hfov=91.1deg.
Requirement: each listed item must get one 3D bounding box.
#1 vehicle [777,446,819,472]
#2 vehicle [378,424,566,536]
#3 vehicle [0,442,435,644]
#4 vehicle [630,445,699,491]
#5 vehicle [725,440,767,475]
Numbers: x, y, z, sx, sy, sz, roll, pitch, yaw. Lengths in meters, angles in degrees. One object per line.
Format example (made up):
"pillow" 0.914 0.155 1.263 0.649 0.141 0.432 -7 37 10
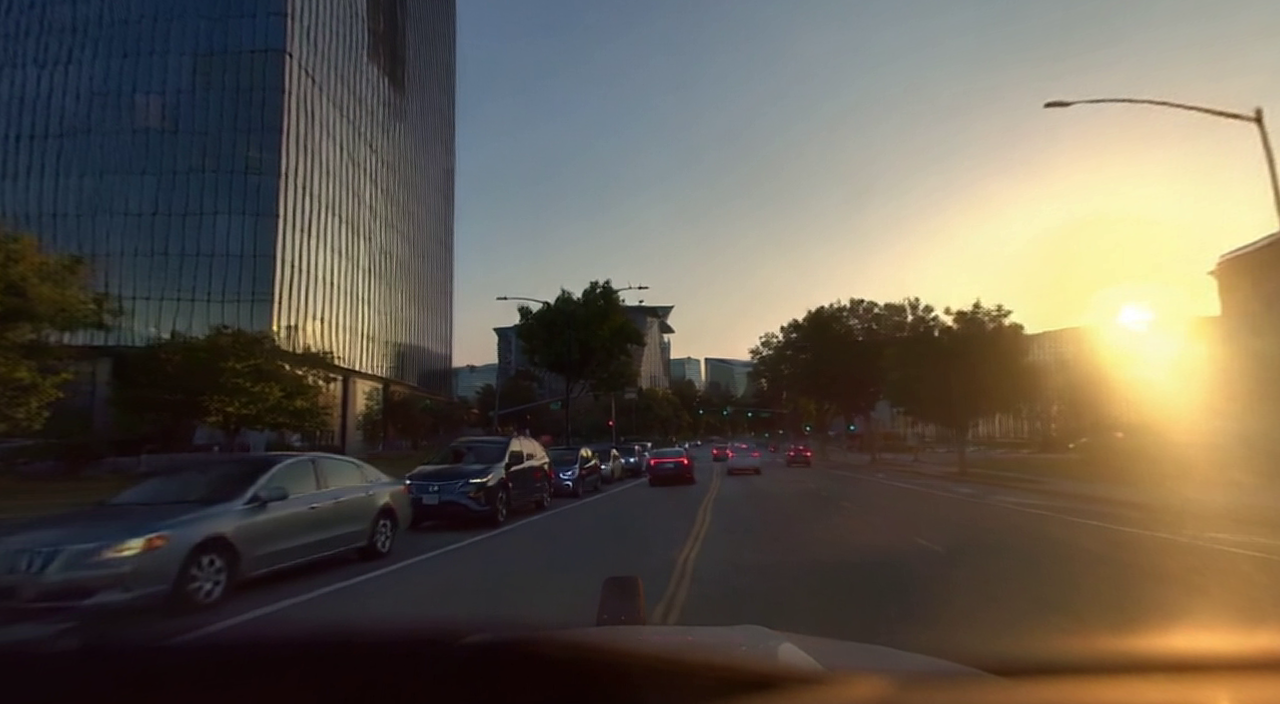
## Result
"vehicle" 10.440 7.093 41.783 2.120 1.497 4.323 -3 -9 6
"vehicle" -3.327 2.632 13.508 2.142 1.834 4.588 -6 -9 8
"vehicle" -4.430 1.834 7.370 1.868 1.514 4.870 -1 -9 8
"vehicle" 1.035 4.284 23.754 2.205 1.537 4.895 -1 -8 7
"vehicle" 5.834 5.796 34.760 2.102 1.815 4.716 -2 -9 8
